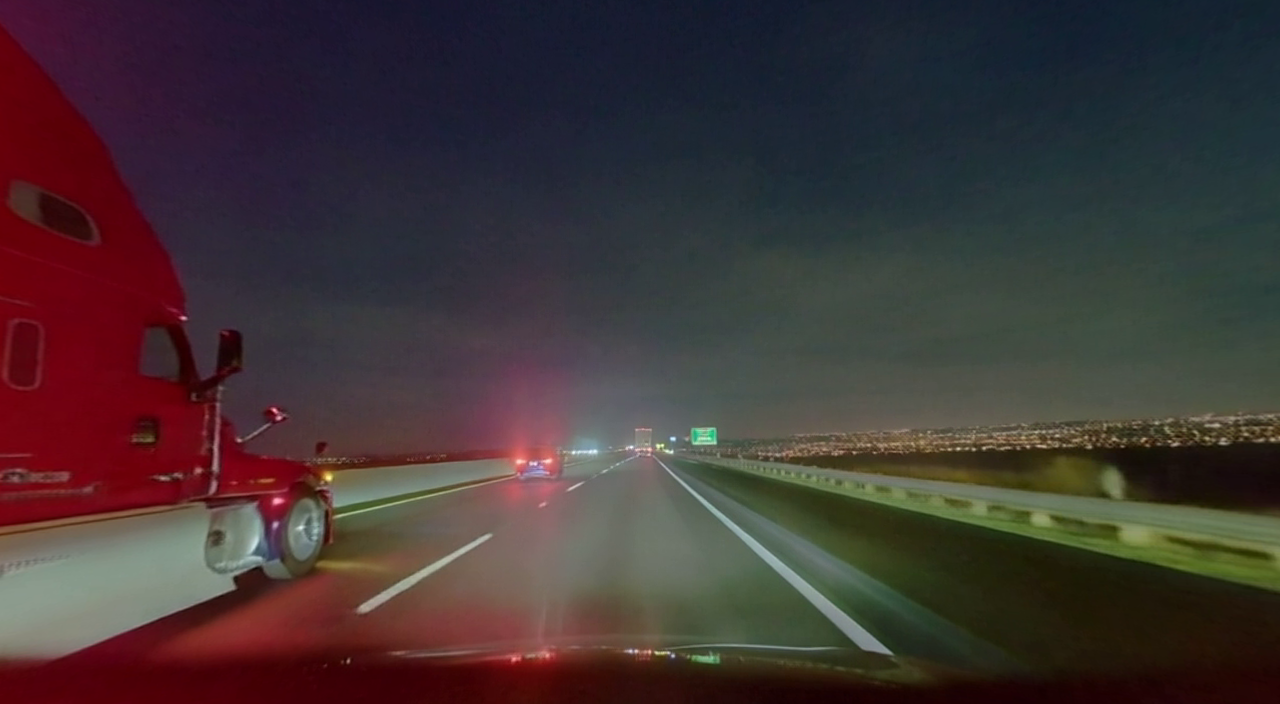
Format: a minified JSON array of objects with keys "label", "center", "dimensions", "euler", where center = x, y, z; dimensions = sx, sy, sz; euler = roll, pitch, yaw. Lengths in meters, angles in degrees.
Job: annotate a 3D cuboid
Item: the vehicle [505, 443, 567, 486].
[{"label":"vehicle","center":[-4.062,4.427,25.196],"dimensions":[1.880,1.569,3.714],"euler":[0,-9,-1]}]
